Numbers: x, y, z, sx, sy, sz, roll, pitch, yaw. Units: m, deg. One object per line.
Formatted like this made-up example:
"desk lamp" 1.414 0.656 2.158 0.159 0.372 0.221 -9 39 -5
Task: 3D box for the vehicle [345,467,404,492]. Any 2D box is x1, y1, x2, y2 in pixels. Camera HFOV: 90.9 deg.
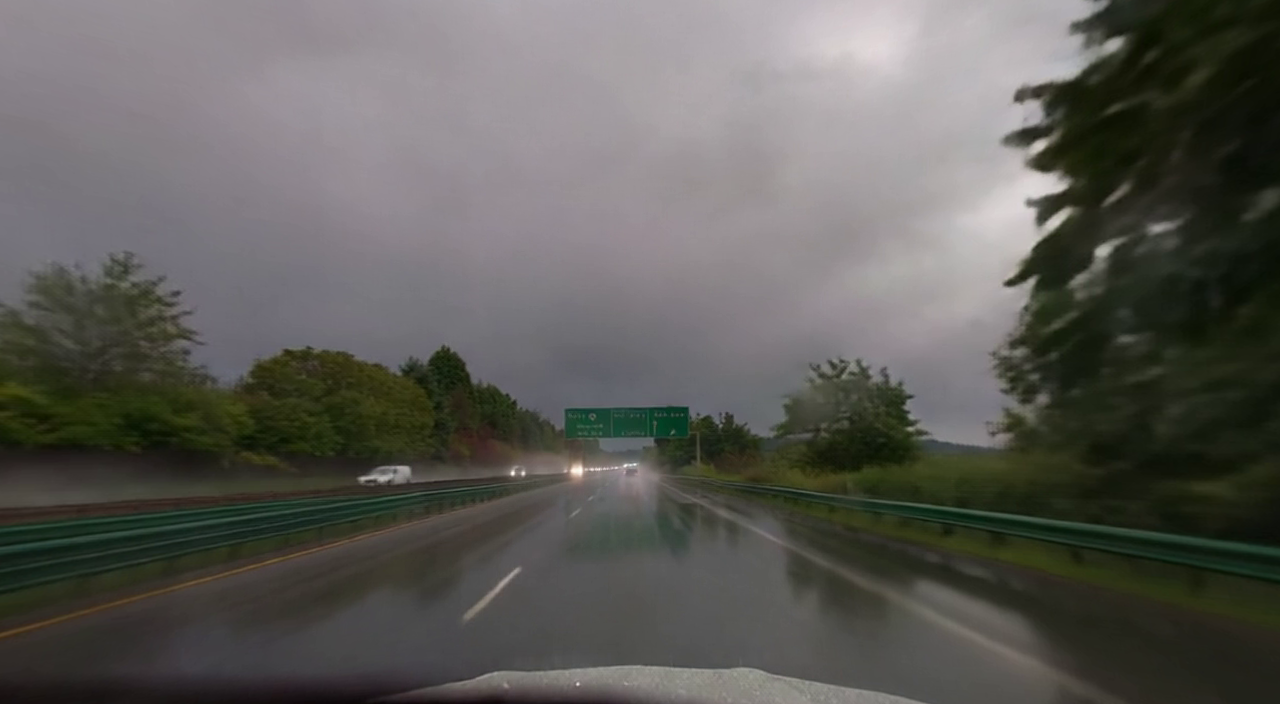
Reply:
"vehicle" -16.815 8.115 40.153 1.897 1.465 4.352 1 -11 -1
